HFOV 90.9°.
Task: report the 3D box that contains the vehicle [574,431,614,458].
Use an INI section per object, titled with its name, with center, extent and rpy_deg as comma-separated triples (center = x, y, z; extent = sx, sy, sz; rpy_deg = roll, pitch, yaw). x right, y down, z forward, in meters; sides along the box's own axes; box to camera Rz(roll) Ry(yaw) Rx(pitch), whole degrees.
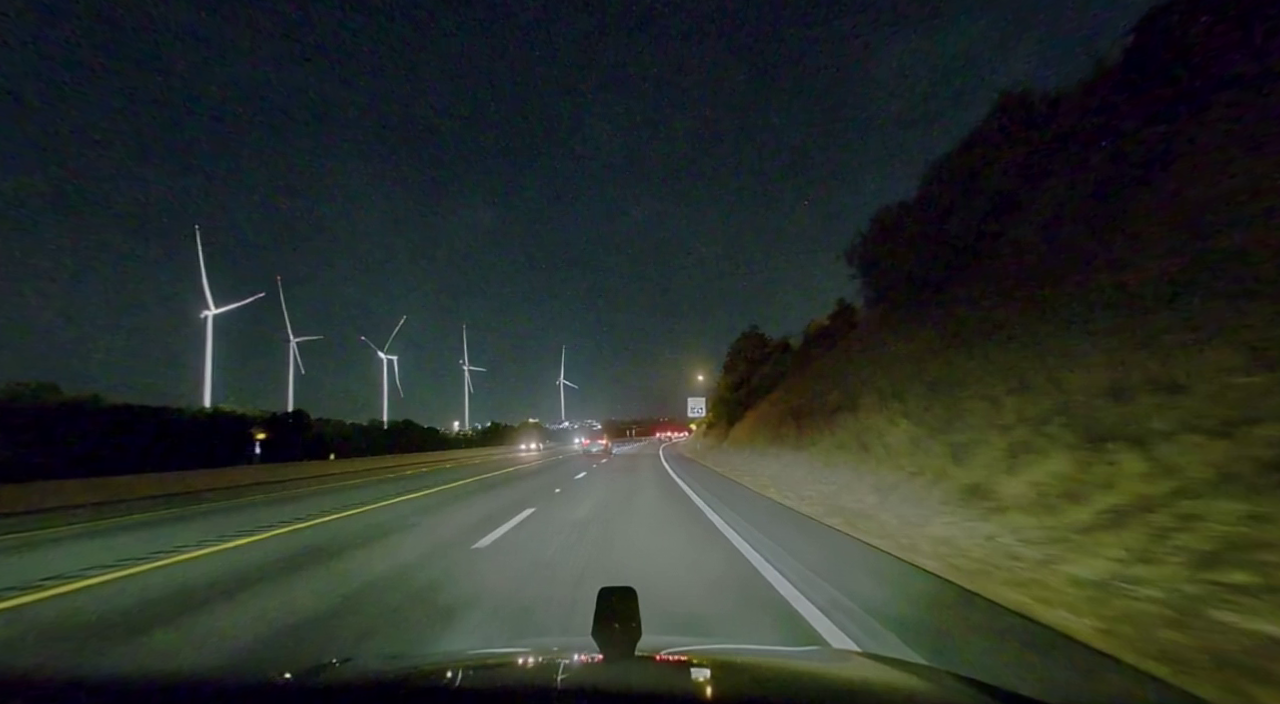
[vehicle]
center = -2.845, 5.855, 40.092
extent = 2.123, 1.629, 4.180
rpy_deg = 0, -8, 1
